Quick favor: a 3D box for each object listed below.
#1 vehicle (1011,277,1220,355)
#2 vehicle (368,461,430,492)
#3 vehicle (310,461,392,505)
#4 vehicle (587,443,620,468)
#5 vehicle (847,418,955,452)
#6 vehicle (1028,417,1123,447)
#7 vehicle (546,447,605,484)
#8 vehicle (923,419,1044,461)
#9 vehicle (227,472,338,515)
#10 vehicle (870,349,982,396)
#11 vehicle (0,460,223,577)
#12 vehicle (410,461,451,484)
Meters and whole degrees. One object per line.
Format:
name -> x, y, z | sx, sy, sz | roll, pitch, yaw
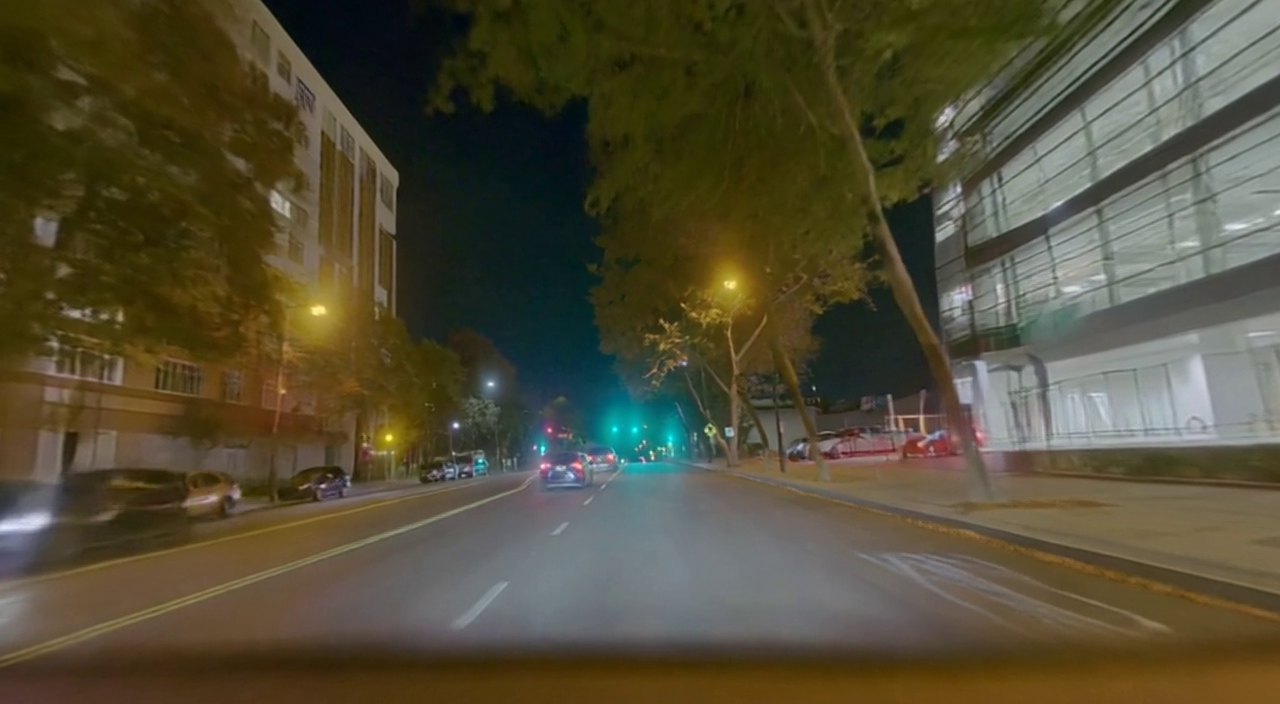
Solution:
vehicle -> 12.033, -0.873, 16.205 | 3.827, 1.556, 1.730 | -1, -10, 1
vehicle -> -15.017, 7.753, 39.589 | 1.984, 1.635, 4.525 | -3, -9, 2
vehicle -> -15.368, 6.927, 33.903 | 1.917, 1.775, 5.018 | -9, -9, -1
vehicle -> -2.752, 7.950, 48.798 | 2.190, 1.840, 4.720 | 0, -8, 0
vehicle -> 13.253, 4.284, 32.329 | 4.619, 1.626, 2.121 | -1, -9, 4
vehicle -> 26.376, 4.857, 38.284 | 4.439, 1.688, 2.101 | 1, -9, -12
vehicle -> -2.663, 4.809, 27.131 | 2.051, 1.454, 4.132 | 0, -8, 0
vehicle -> 13.030, 3.343, 24.123 | 3.527, 1.496, 1.836 | 0, -7, -3
vehicle -> -15.313, 6.061, 27.425 | 2.021, 1.438, 4.616 | -2, -9, 2
vehicle -> 12.241, 0.889, 27.200 | 3.826, 1.601, 1.807 | -3, -8, -3
vehicle -> -9.823, 2.740, 11.163 | 1.884, 1.518, 4.380 | 0, -8, 0
vehicle -> -15.081, 8.703, 45.663 | 1.646, 1.462, 3.740 | 0, -8, 0
